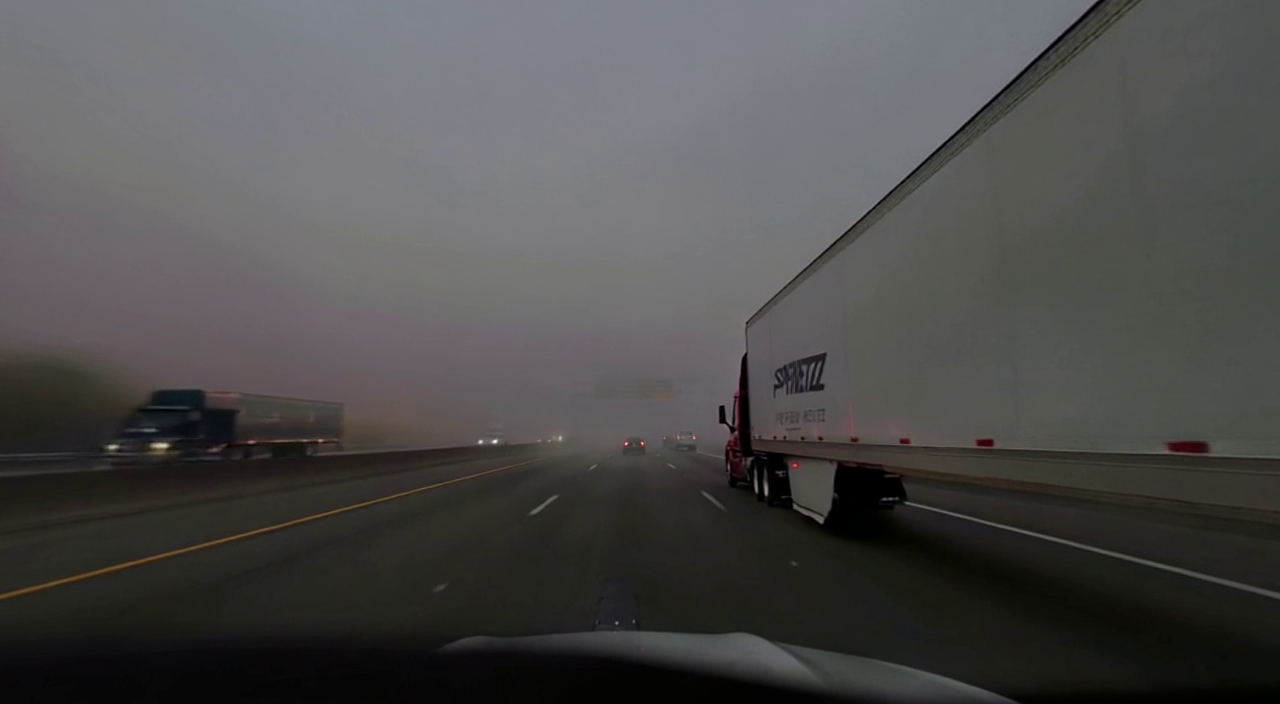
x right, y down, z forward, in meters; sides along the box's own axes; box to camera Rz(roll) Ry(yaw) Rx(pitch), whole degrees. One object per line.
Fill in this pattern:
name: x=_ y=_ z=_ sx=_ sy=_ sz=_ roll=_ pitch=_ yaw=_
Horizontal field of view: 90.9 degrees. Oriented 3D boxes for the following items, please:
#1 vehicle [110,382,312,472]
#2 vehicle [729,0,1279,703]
vehicle: x=-22.263 y=4.122 z=34.062 sx=2.957 sy=4.062 sz=11.203 roll=0 pitch=-8 yaw=1
vehicle: x=3.515 y=0.005 z=5.635 sx=2.976 sy=4.077 sz=14.571 roll=0 pitch=-8 yaw=-1
